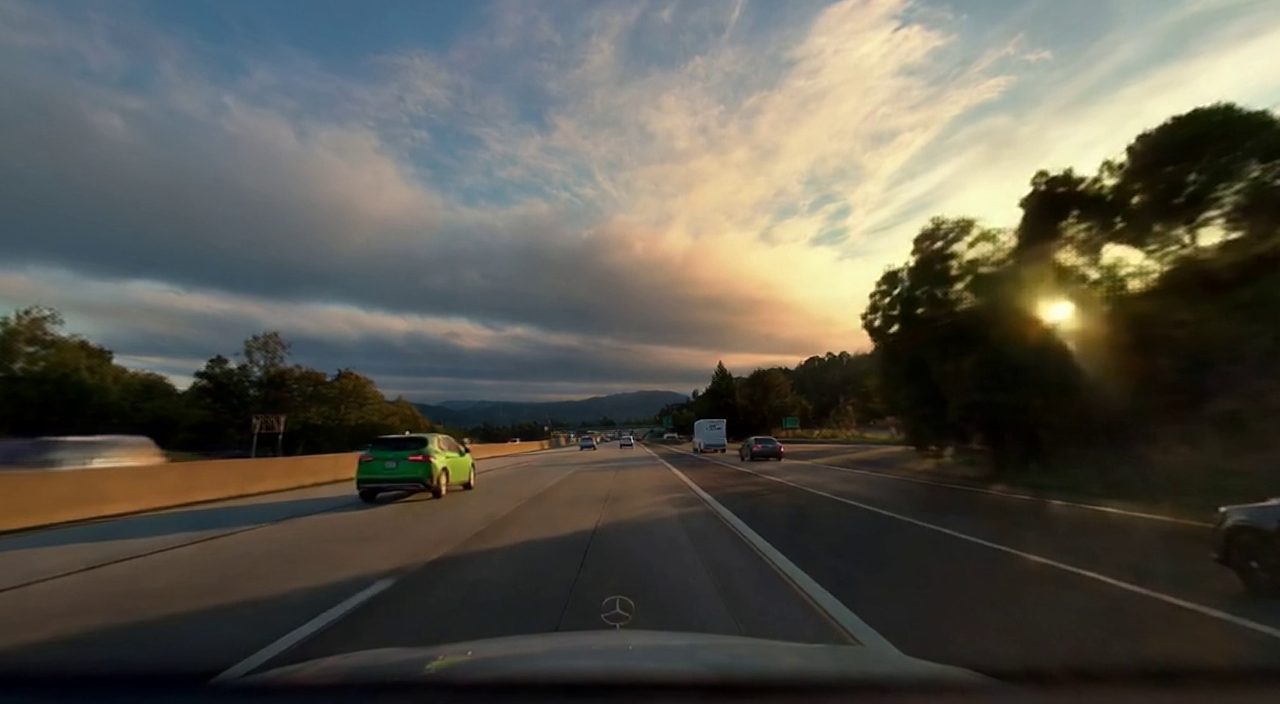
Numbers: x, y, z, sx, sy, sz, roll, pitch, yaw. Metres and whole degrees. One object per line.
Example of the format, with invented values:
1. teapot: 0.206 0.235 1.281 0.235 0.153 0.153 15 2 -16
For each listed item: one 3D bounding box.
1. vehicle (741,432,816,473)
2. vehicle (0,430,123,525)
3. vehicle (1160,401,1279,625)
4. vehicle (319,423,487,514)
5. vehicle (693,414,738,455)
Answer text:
1. vehicle: 5.253 3.859 24.483 1.920 1.436 3.890 0 -8 -2
2. vehicle: -12.985 2.428 12.400 2.036 1.750 4.214 0 -8 -1
3. vehicle: 5.305 0.915 2.995 2.028 1.488 4.236 0 -8 0
4. vehicle: -4.593 2.292 12.924 1.966 1.570 3.859 0 -8 0
5. vehicle: 5.582 6.226 47.494 2.588 2.910 5.511 0 -8 -2
